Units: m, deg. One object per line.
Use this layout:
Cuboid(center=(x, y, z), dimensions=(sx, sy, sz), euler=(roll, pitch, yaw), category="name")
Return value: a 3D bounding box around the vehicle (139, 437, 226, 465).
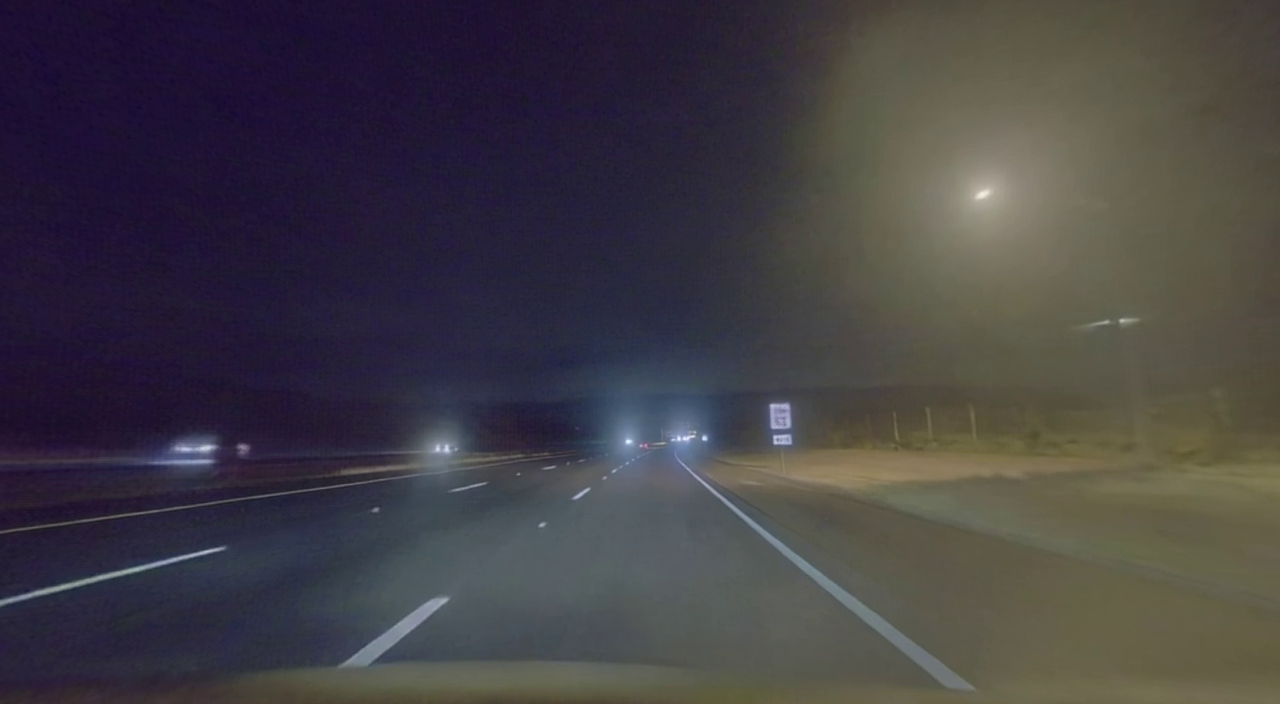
Cuboid(center=(-27.699, 6.006, 38.288), dimensions=(1.968, 1.617, 4.225), euler=(0, -9, 2), category="vehicle")
